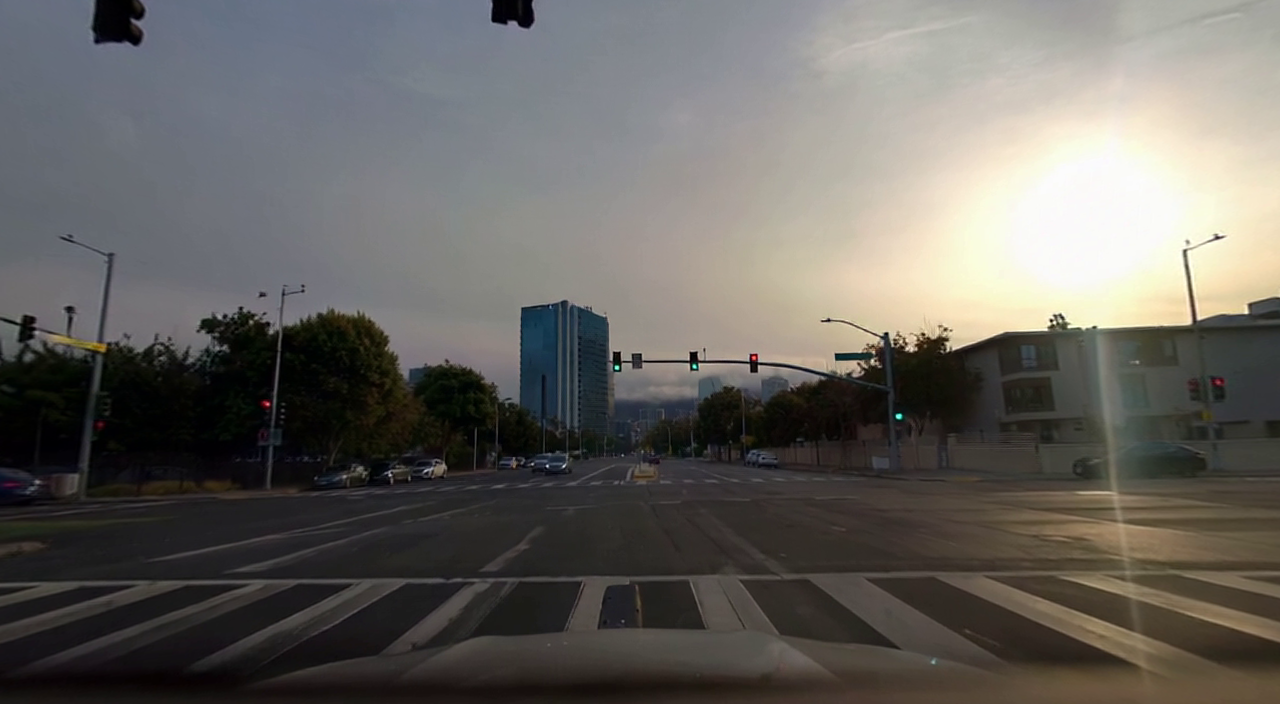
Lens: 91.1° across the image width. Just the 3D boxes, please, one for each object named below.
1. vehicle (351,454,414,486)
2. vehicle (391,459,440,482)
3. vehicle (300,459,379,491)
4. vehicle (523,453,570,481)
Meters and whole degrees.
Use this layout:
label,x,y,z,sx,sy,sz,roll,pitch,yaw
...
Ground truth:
label,x,y,z,sx,sy,sz,roll,pitch,yaw
vehicle,-16.220,7.412,39.843,1.960,1.819,5.018,0,-9,-2
vehicle,-16.182,8.510,45.437,1.804,1.486,4.625,0,-9,1
vehicle,-16.102,6.606,33.961,2.055,1.506,4.663,0,-9,-1
vehicle,-5.483,6.805,37.391,2.154,1.501,4.416,0,-9,0
